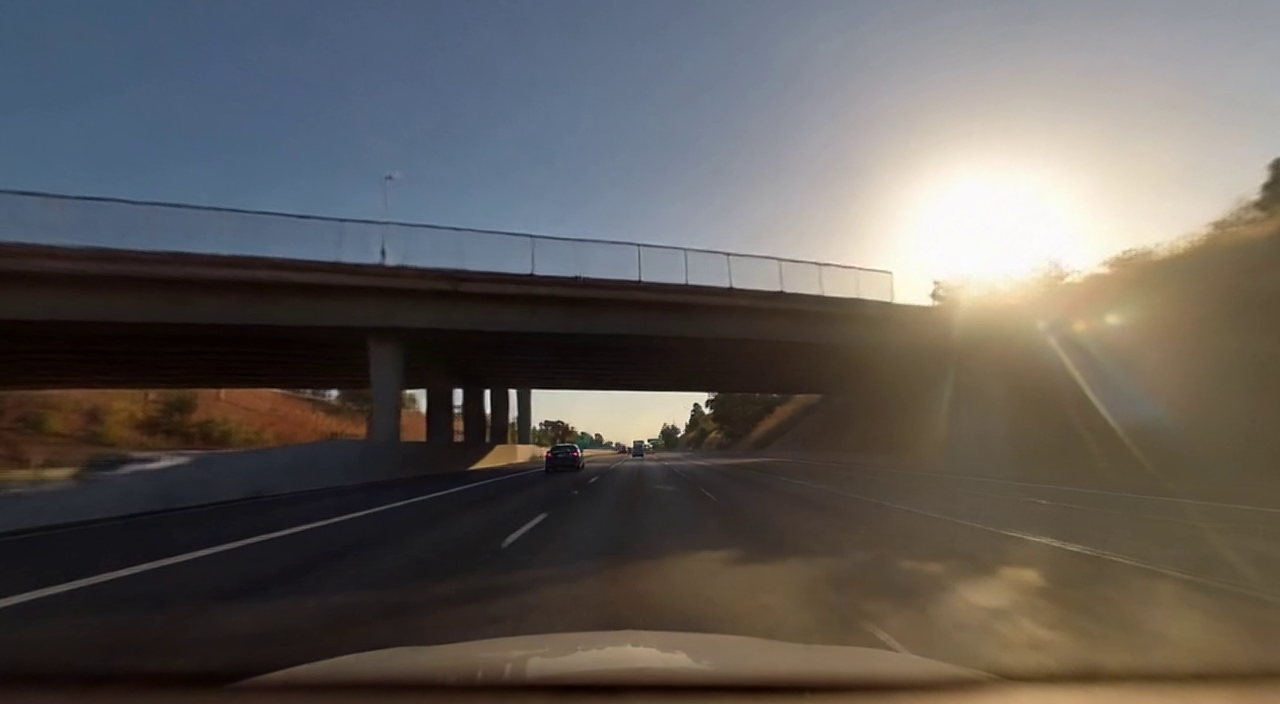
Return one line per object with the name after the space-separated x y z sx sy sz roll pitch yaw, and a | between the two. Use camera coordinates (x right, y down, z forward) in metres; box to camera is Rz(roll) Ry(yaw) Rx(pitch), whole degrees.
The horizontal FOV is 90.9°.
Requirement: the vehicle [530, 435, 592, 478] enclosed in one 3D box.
-3.304 4.486 27.372 2.072 1.706 4.359 0 -8 1 | vehicle
